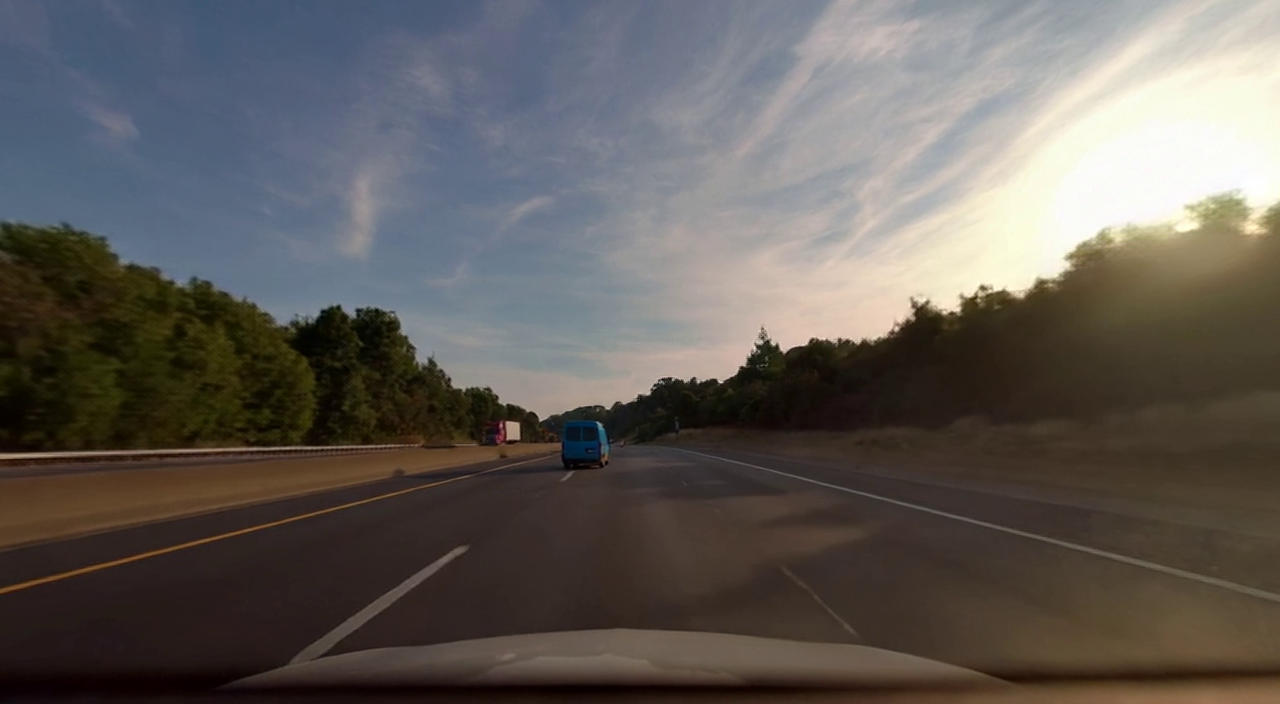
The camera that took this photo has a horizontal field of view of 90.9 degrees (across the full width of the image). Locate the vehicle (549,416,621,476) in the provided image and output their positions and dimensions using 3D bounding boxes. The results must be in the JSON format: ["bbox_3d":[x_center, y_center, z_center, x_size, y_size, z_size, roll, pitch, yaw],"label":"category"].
[{"bbox_3d":[-1.939,3.530,23.934,2.297,2.011,4.736,0,-8,0],"label":"vehicle"}]
